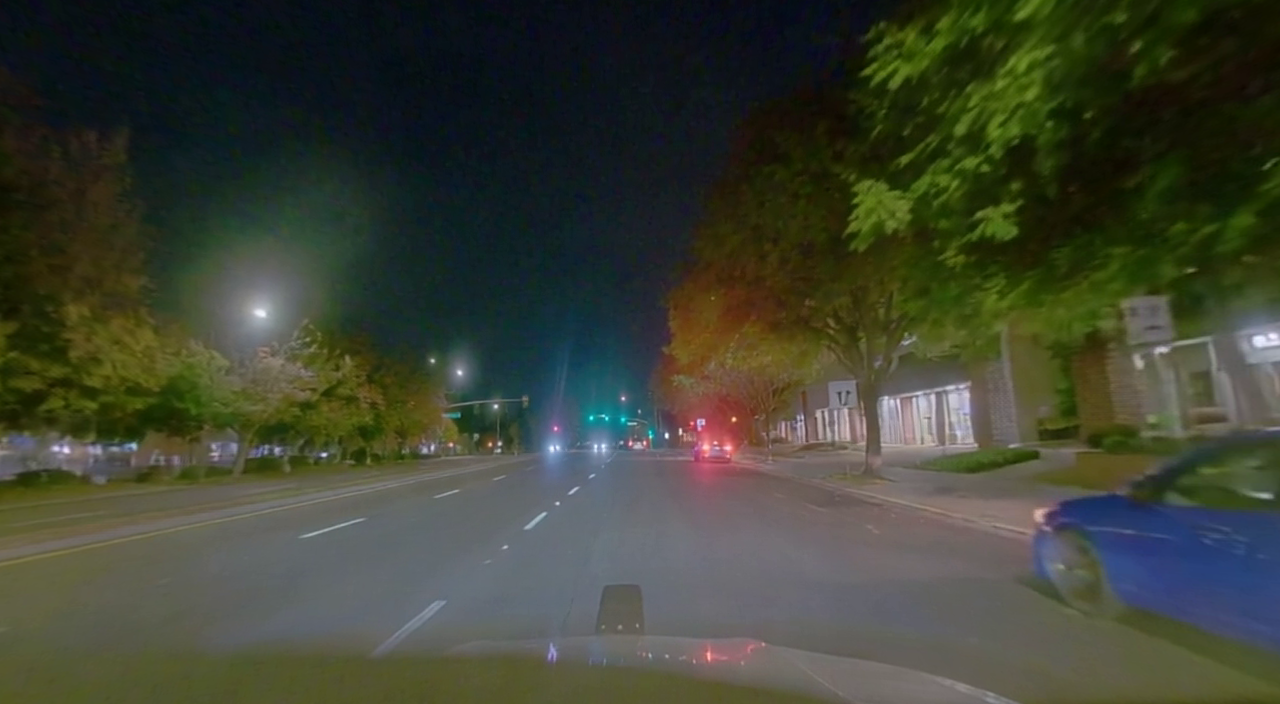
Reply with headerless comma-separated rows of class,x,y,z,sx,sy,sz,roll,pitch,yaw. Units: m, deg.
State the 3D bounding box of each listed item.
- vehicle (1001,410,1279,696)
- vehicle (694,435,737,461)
vehicle,4.313,1.017,3.214,2.093,1.446,4.761,0,-8,-1
vehicle,4.540,5.855,38.531,1.942,1.469,4.049,0,-8,-3
